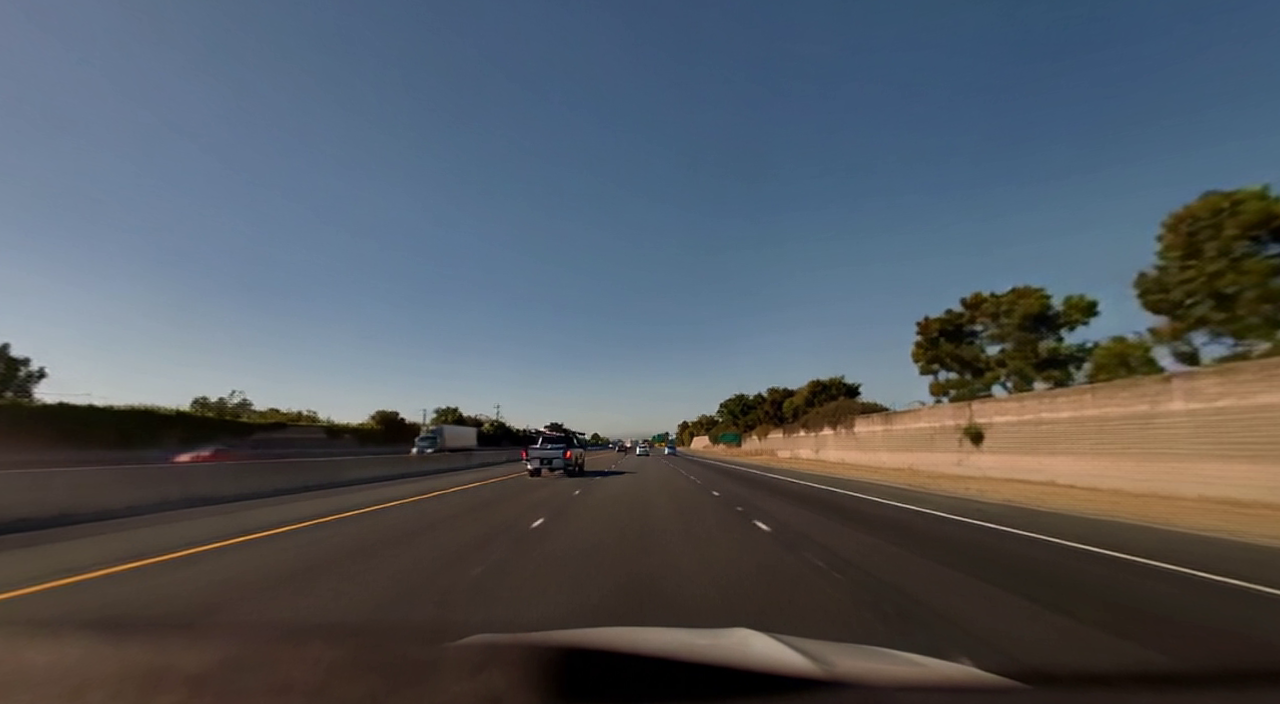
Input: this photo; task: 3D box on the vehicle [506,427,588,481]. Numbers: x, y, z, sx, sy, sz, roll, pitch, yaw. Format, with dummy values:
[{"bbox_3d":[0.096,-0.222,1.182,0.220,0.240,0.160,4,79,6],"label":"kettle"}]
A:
[{"bbox_3d":[-3.560,4.047,25.288,2.379,1.918,5.504,0,-8,1],"label":"vehicle"}]
